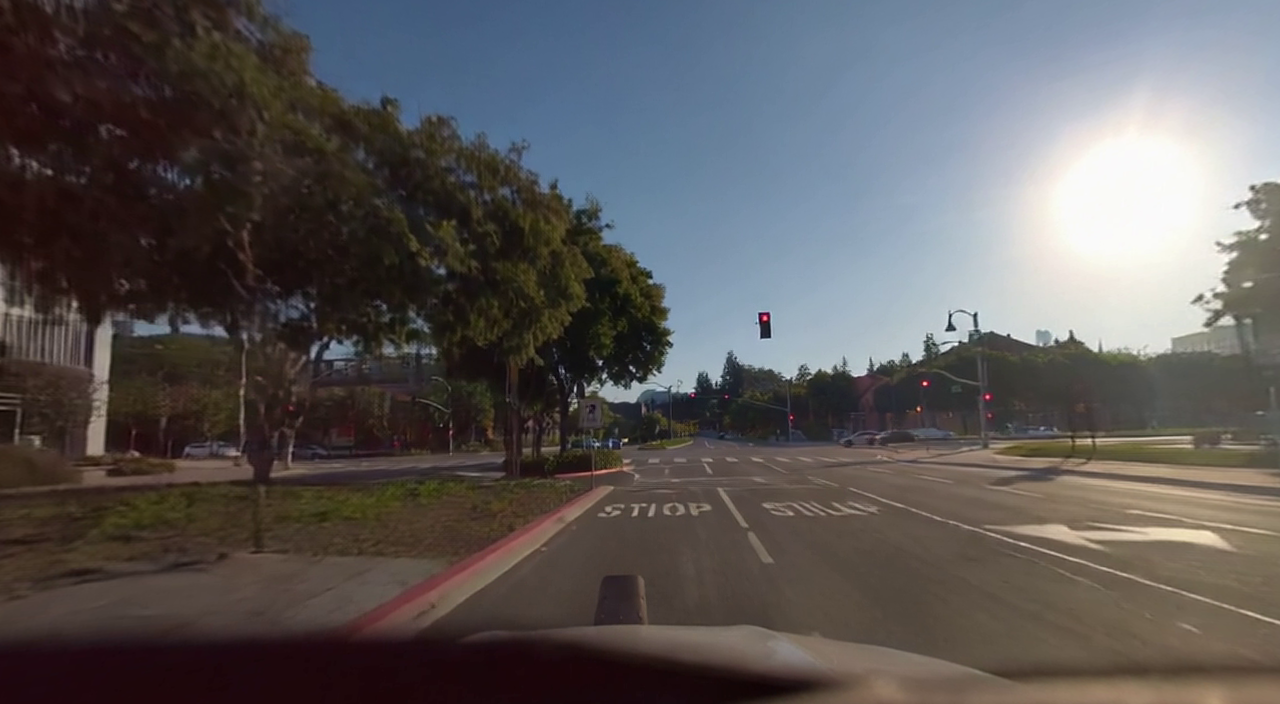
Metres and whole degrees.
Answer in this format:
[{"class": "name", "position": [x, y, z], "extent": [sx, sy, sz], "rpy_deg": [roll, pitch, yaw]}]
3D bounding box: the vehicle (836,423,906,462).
[{"class": "vehicle", "position": [12.011, 4.757, 33.209], "extent": [2.156, 1.881, 4.743], "rpy_deg": [0, -8, 4]}]
